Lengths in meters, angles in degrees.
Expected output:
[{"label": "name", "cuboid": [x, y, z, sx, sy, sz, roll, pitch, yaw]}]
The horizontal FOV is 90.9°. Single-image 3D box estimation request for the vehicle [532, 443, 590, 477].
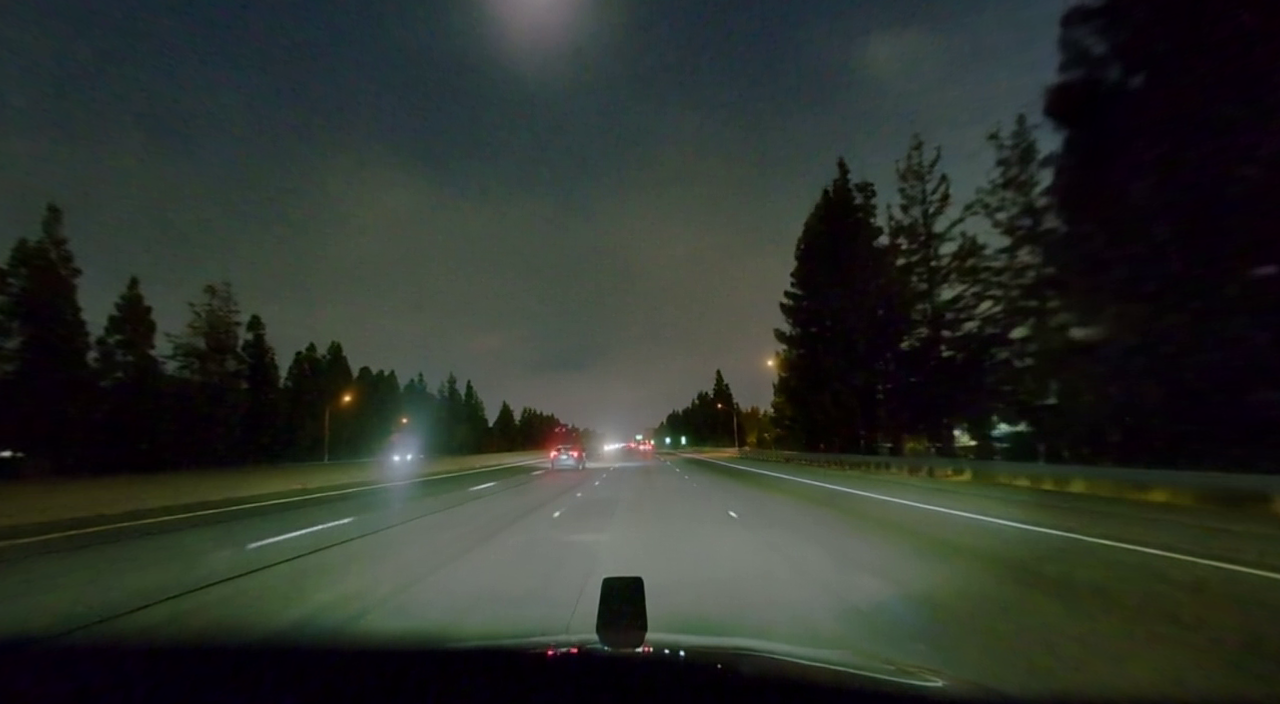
[{"label": "vehicle", "cuboid": [-3.620, 5.037, 29.550, 2.128, 1.450, 4.078, -1, -9, 1]}]
